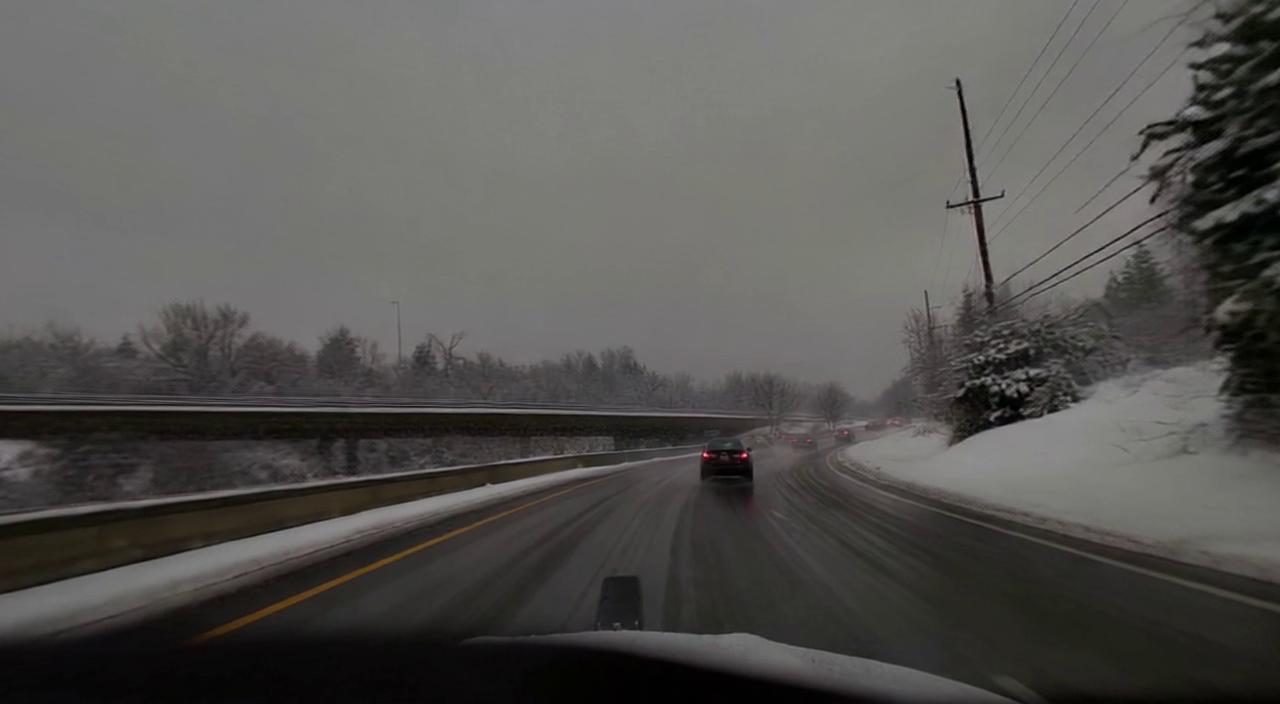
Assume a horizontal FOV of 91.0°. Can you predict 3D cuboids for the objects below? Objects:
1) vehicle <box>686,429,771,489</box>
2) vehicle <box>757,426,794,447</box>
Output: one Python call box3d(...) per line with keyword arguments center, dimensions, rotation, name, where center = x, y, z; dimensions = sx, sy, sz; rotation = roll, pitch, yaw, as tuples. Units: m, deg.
box3d(center=(2.495, 3.023, 18.077), dimensions=(2.091, 1.482, 4.321), rotation=(-1, -8, 7), name="vehicle")
box3d(center=(10.401, 6.458, 48.039), dimensions=(1.931, 1.485, 4.191), rotation=(-4, -9, 23), name="vehicle")
